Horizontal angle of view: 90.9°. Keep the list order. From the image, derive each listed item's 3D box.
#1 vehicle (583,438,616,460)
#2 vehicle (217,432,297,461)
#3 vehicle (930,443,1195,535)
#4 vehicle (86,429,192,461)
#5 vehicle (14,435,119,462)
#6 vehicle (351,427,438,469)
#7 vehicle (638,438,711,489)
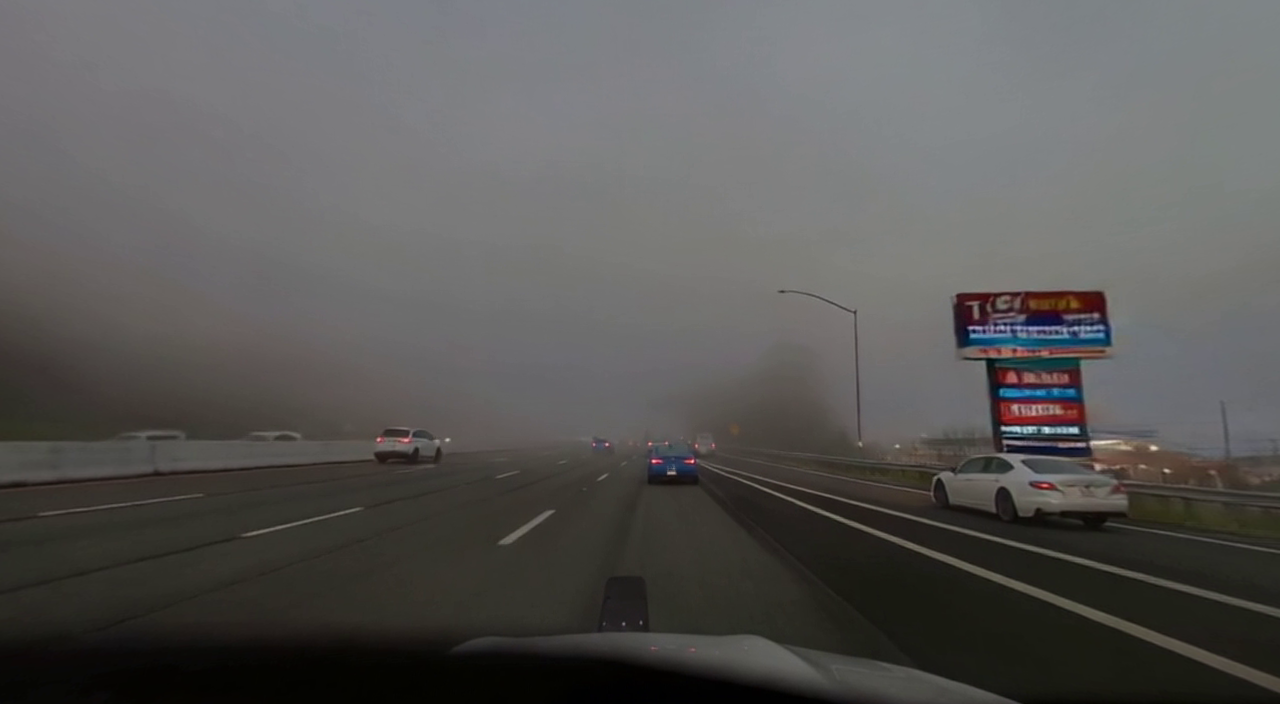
[{"bbox_3d":[-2.995,7.272,47.311,2.047,1.497,4.208,0,-8,2],"label":"vehicle"},{"bbox_3d":[-21.192,5.259,35.118,1.778,1.462,4.185,0,-8,1],"label":"vehicle"},{"bbox_3d":[7.763,2.520,12.281,2.030,1.442,4.358,1,-8,-2],"label":"vehicle"},{"bbox_3d":[-25.328,4.739,32.109,1.835,1.487,4.234,0,-8,1],"label":"vehicle"},{"bbox_3d":[-32.533,5.508,35.978,1.717,1.425,4.484,0,-8,1],"label":"vehicle"},{"bbox_3d":[-10.588,4.174,27.593,1.950,1.664,4.403,0,-8,1],"label":"vehicle"},{"bbox_3d":[0.995,3.511,20.214,2.113,1.464,4.073,0,-8,0],"label":"vehicle"}]
